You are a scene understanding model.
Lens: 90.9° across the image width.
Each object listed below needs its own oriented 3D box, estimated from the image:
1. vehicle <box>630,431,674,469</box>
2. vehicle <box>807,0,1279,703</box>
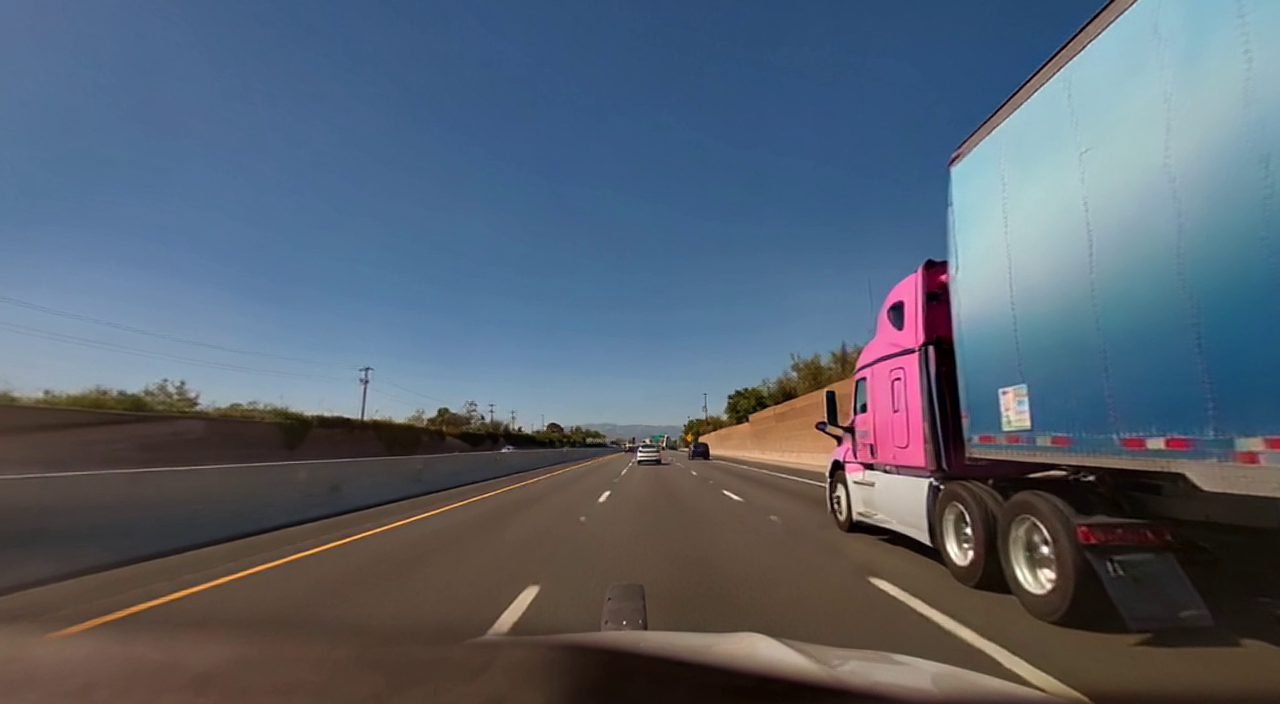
[{"bbox_3d":[0.584,5.233,33.868,2.205,1.860,4.301,0,-8,0],"label":"vehicle"},{"bbox_3d":[4.373,0.219,6.394,3.030,3.985,8.655,-1,-8,1],"label":"vehicle"}]
